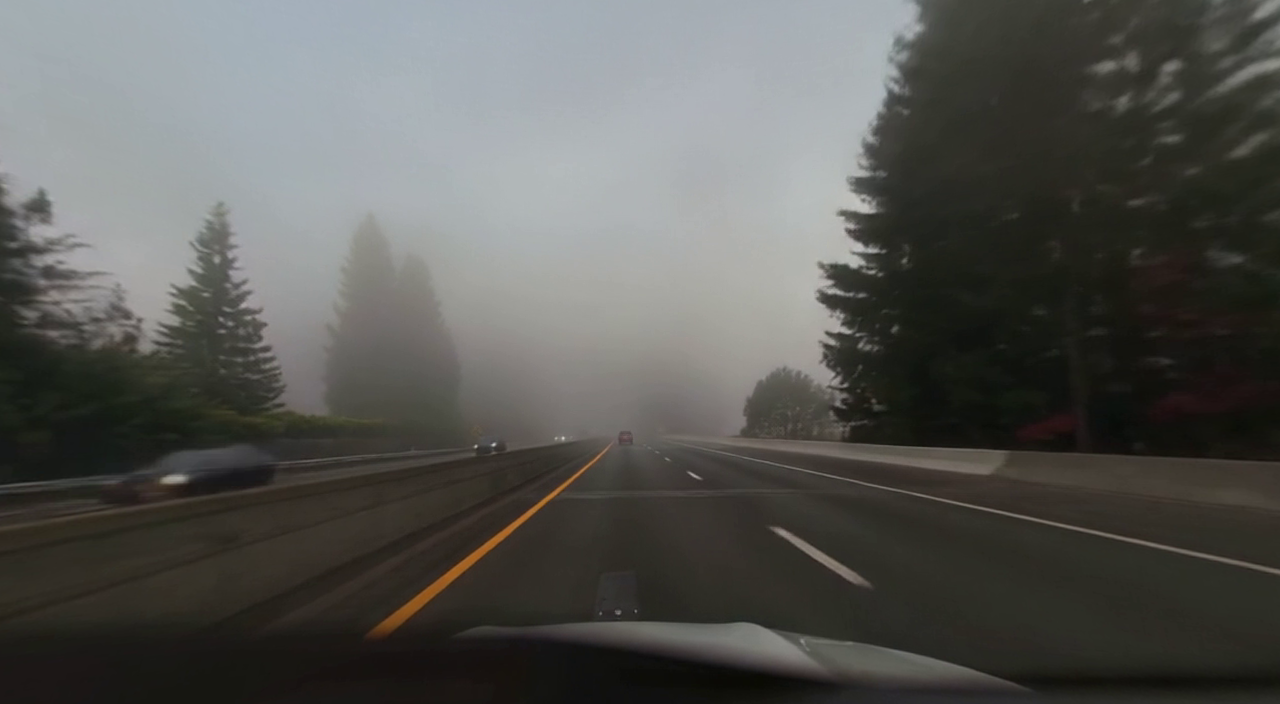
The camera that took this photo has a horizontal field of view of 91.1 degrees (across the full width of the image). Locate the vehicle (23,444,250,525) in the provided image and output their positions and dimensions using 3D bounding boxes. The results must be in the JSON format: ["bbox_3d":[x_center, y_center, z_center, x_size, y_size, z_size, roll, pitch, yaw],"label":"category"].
[{"bbox_3d":[-13.057,3.402,16.775,2.765,1.836,3.942,0,-8,-1],"label":"vehicle"}]
